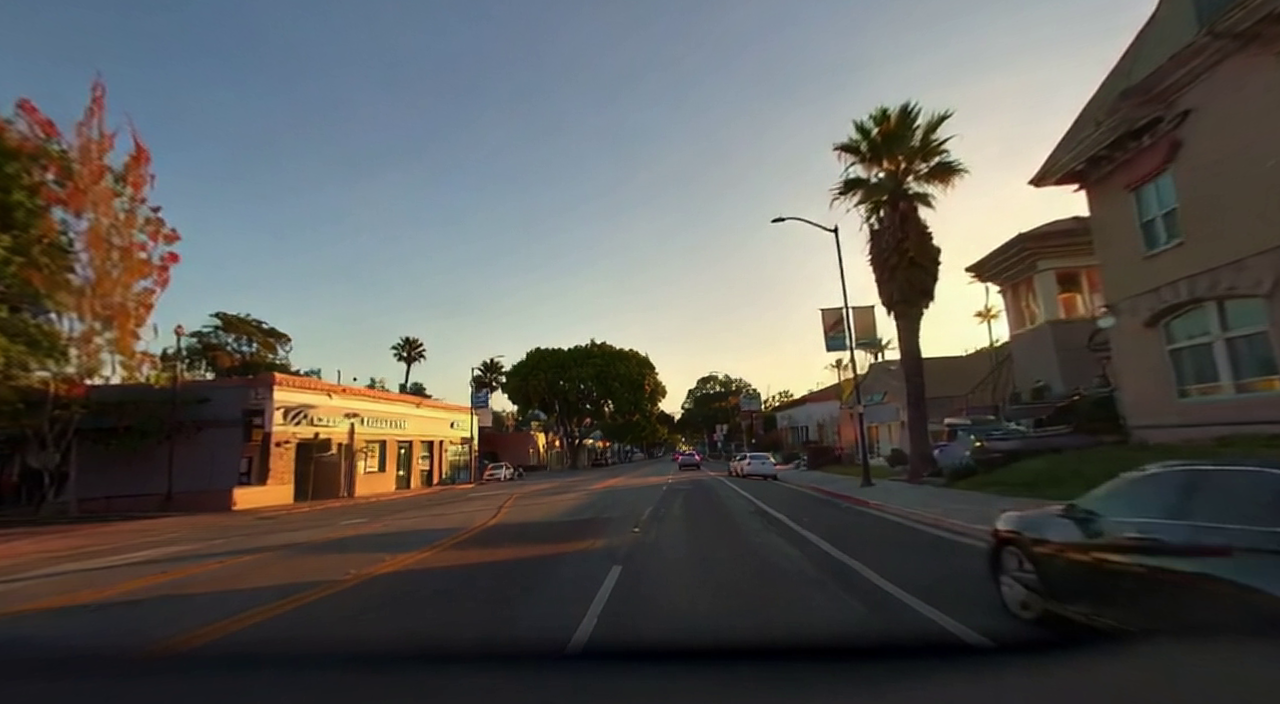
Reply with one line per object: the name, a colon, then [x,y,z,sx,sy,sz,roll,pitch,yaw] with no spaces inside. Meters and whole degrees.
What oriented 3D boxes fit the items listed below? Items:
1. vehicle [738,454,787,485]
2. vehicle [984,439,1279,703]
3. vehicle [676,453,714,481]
vehicle: [6.510,6.289,34.013,1.834,1.504,4.331,0,-9,1]
vehicle: [4.306,1.323,3.873,2.025,1.538,4.707,-1,-9,4]
vehicle: [3.191,6.637,36.659,2.067,1.477,4.653,-1,-9,5]
